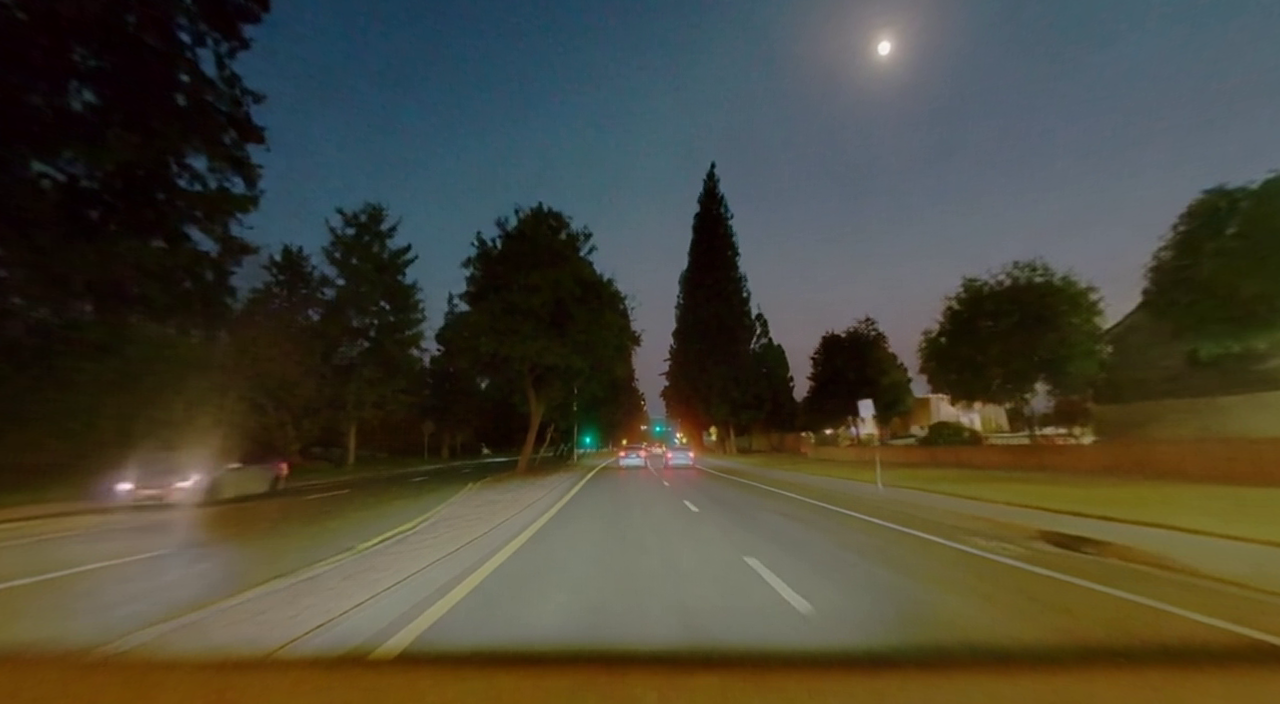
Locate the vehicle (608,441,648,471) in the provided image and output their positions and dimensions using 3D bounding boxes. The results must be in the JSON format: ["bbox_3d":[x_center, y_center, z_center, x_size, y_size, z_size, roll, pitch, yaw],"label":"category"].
[{"bbox_3d":[-0.605,5.521,33.832,2.018,1.511,3.993,0,-8,0],"label":"vehicle"}]

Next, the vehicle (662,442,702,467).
[{"bbox_3d":[2.607,6.470,40.048,2.057,1.496,4.401,0,-8,-2],"label":"vehicle"}]

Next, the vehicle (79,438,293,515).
[{"bbox_3d":[-11.436,3.127,16.493,2.107,1.684,4.707,0,-8,-1],"label":"vehicle"}]
